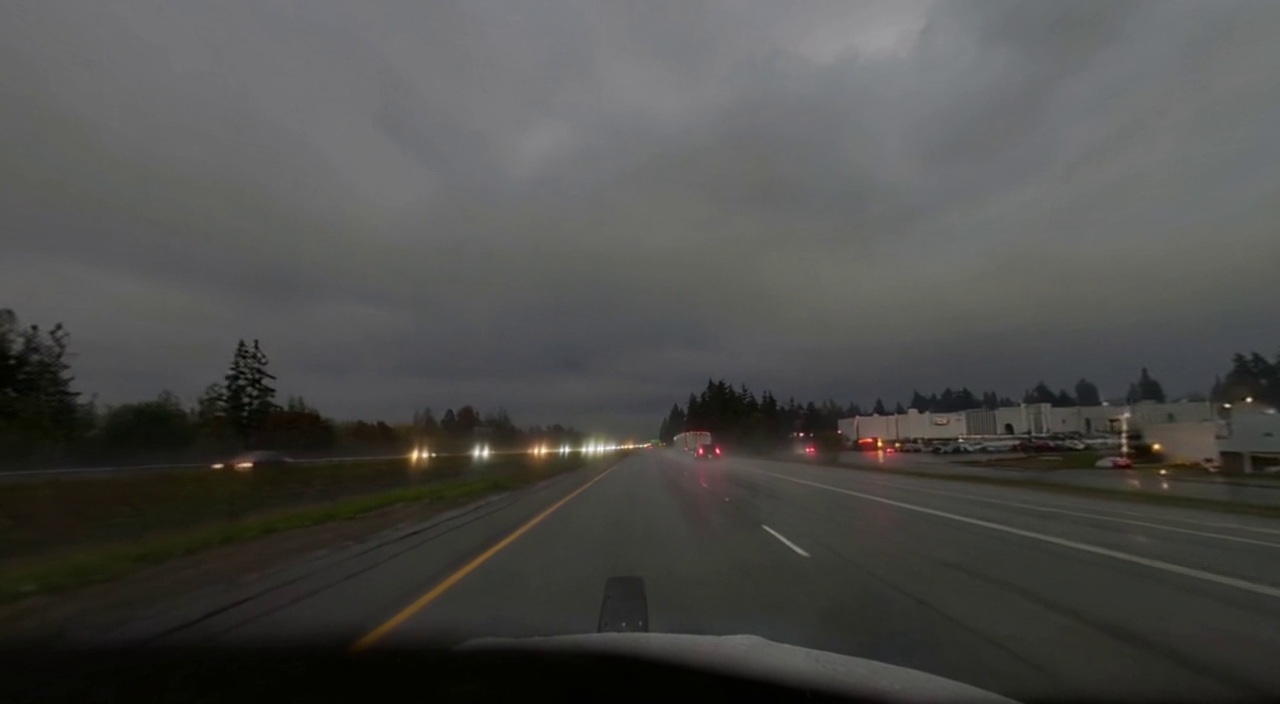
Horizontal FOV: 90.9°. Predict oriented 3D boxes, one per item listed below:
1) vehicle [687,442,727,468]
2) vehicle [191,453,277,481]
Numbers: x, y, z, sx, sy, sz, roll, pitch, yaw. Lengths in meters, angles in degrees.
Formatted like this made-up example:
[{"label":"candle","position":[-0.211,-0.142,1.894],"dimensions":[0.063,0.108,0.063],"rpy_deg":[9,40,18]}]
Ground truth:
[{"label":"vehicle","position":[4.167,6.484,39.990],"dimensions":[2.062,1.518,4.026],"rpy_deg":[0,-8,0]},{"label":"vehicle","position":[-24.241,6.830,37.878],"dimensions":[1.882,1.484,4.811],"rpy_deg":[0,-8,1]}]
